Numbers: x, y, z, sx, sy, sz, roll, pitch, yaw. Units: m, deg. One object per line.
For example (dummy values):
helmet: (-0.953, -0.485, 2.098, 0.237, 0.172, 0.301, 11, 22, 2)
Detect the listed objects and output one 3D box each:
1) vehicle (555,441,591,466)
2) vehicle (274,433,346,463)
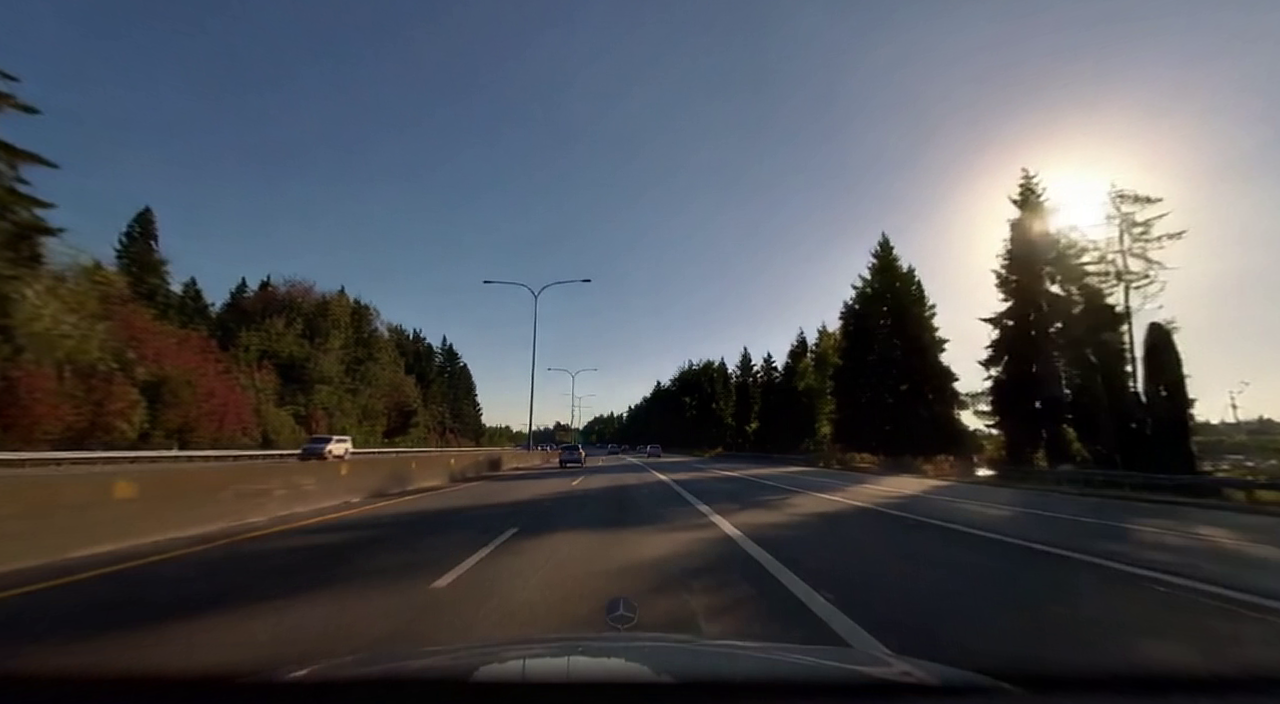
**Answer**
vehicle: (-4.572, 7.023, 43.281, 2.071, 1.615, 3.868, 0, -9, -1)
vehicle: (-17.600, 5.149, 33.654, 1.832, 1.487, 3.853, 0, -9, -1)
